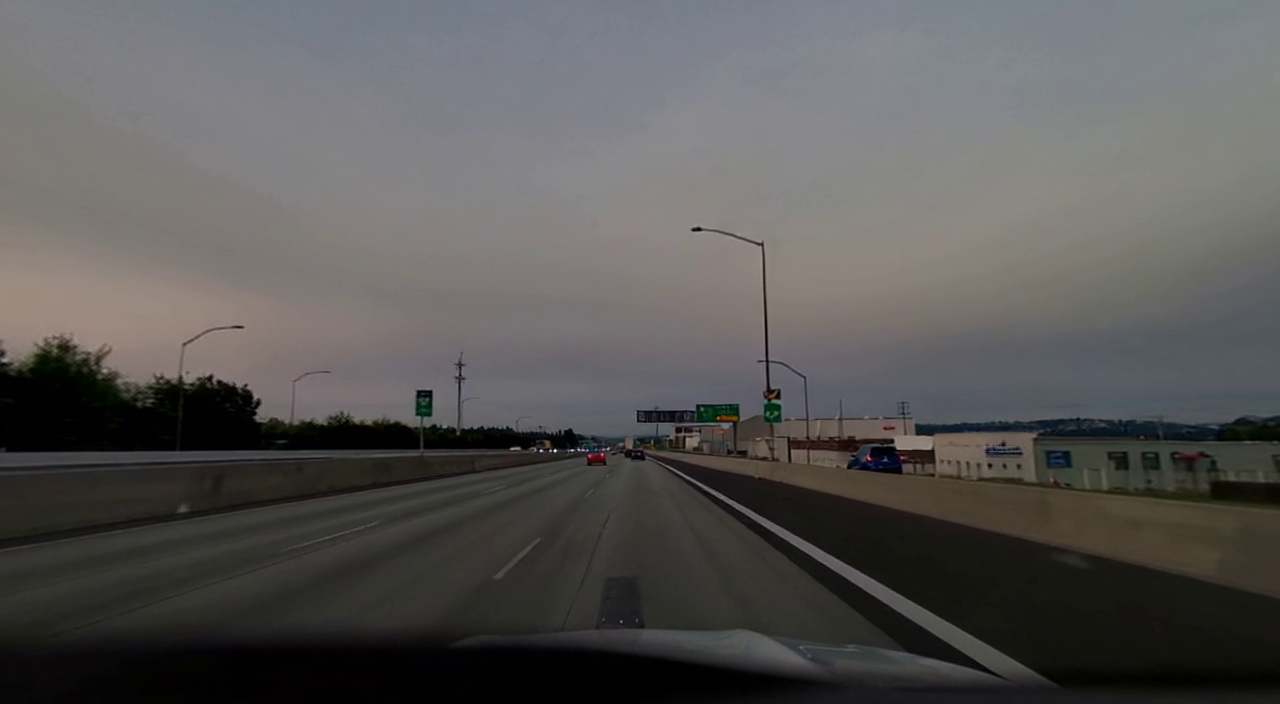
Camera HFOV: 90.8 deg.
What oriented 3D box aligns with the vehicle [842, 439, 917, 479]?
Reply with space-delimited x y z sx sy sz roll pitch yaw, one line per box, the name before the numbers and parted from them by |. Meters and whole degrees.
vehicle | 15.058 6.775 40.116 2.411 2.326 5.300 0 -9 -3
